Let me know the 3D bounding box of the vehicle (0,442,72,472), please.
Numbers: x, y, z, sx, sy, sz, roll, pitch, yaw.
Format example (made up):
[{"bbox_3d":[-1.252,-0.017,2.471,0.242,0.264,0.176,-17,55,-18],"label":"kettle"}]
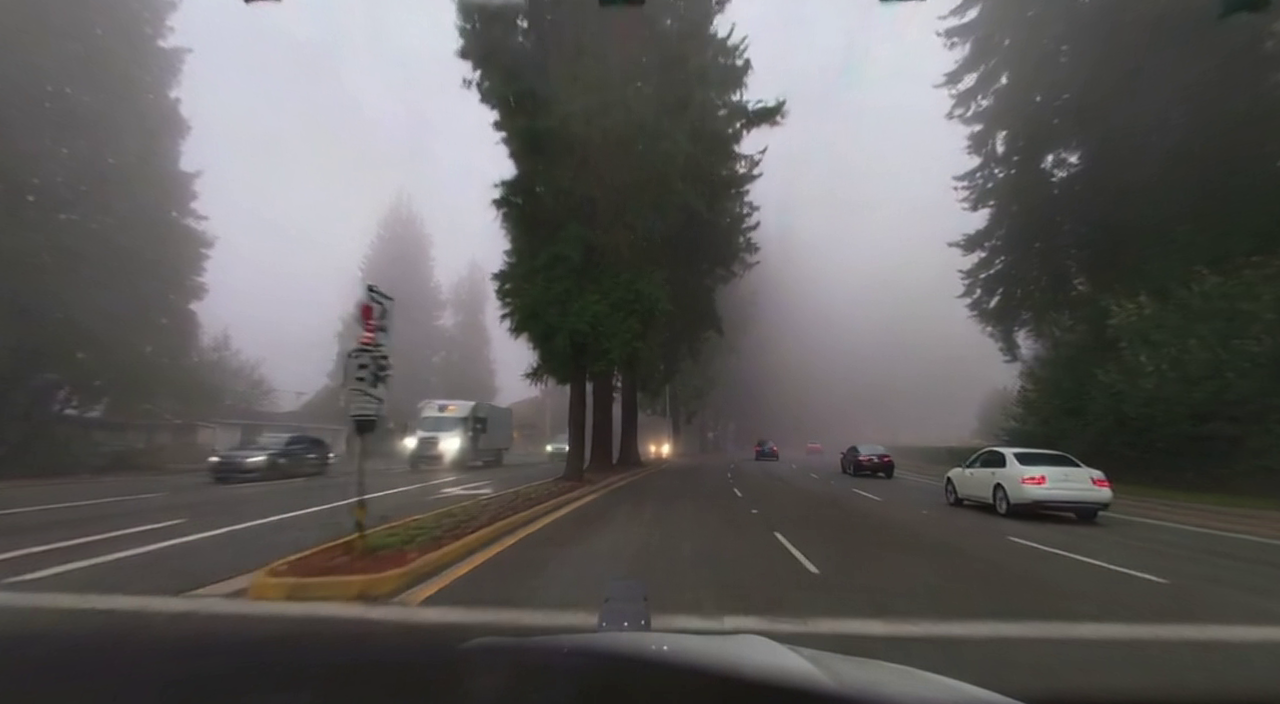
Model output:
[{"bbox_3d":[-31.046,5.133,30.831,1.991,1.395,4.360,-5,-10,32],"label":"vehicle"}]

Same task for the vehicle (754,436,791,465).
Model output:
[{"bbox_3d":[8.206,6.091,39.298,1.991,1.684,4.127,-1,-8,9],"label":"vehicle"}]

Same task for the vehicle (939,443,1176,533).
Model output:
[{"bbox_3d":[7.675,2.480,12.235,1.783,1.386,4.433,0,-8,4],"label":"vehicle"}]

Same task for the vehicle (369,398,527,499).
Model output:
[{"bbox_3d":[-4.724,2.525,16.735,2.334,2.214,5.724,0,-8,1],"label":"vehicle"}]

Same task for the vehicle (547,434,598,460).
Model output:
[{"bbox_3d":[-4.437,6.315,42.040,2.126,1.637,4.509,-2,-8,11],"label":"vehicle"}]

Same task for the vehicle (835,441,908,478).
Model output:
[{"bbox_3d":[9.857,4.593,27.196,1.855,1.444,4.389,-1,-8,6],"label":"vehicle"}]

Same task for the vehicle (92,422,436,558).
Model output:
[{"bbox_3d":[-4.936,1.811,9.306,2.036,1.476,4.557,-1,-7,4],"label":"vehicle"}]
